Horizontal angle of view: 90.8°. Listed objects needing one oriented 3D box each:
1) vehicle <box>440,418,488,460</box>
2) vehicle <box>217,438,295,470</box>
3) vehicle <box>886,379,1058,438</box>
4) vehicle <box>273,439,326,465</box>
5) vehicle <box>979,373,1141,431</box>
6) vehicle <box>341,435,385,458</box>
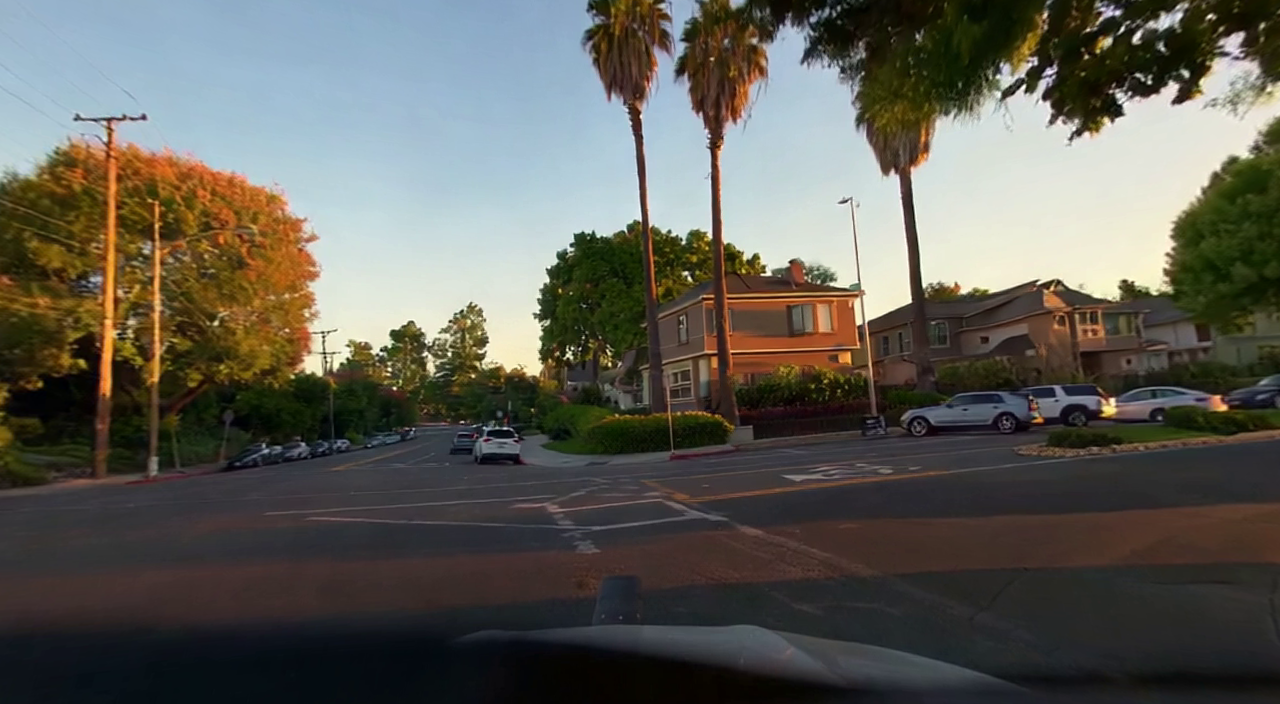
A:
[{"bbox_3d":[-9.122,4.530,32.784,2.154,2.035,4.261,2,-9,-16],"label":"vehicle"},{"bbox_3d":[-19.650,5.229,32.578,2.118,1.526,4.727,2,-9,-15],"label":"vehicle"},{"bbox_3d":[11.389,2.097,22.103,1.998,1.752,4.866,5,-10,-32],"label":"vehicle"},{"bbox_3d":[-21.243,6.231,39.538,1.795,1.463,4.382,2,-9,-14],"label":"vehicle"},{"bbox_3d":[14.916,1.893,22.688,1.995,1.772,4.273,5,-10,-30],"label":"vehicle"},{"bbox_3d":[-19.279,6.585,44.155,2.071,1.538,4.428,2,-9,-14],"label":"vehicle"}]
